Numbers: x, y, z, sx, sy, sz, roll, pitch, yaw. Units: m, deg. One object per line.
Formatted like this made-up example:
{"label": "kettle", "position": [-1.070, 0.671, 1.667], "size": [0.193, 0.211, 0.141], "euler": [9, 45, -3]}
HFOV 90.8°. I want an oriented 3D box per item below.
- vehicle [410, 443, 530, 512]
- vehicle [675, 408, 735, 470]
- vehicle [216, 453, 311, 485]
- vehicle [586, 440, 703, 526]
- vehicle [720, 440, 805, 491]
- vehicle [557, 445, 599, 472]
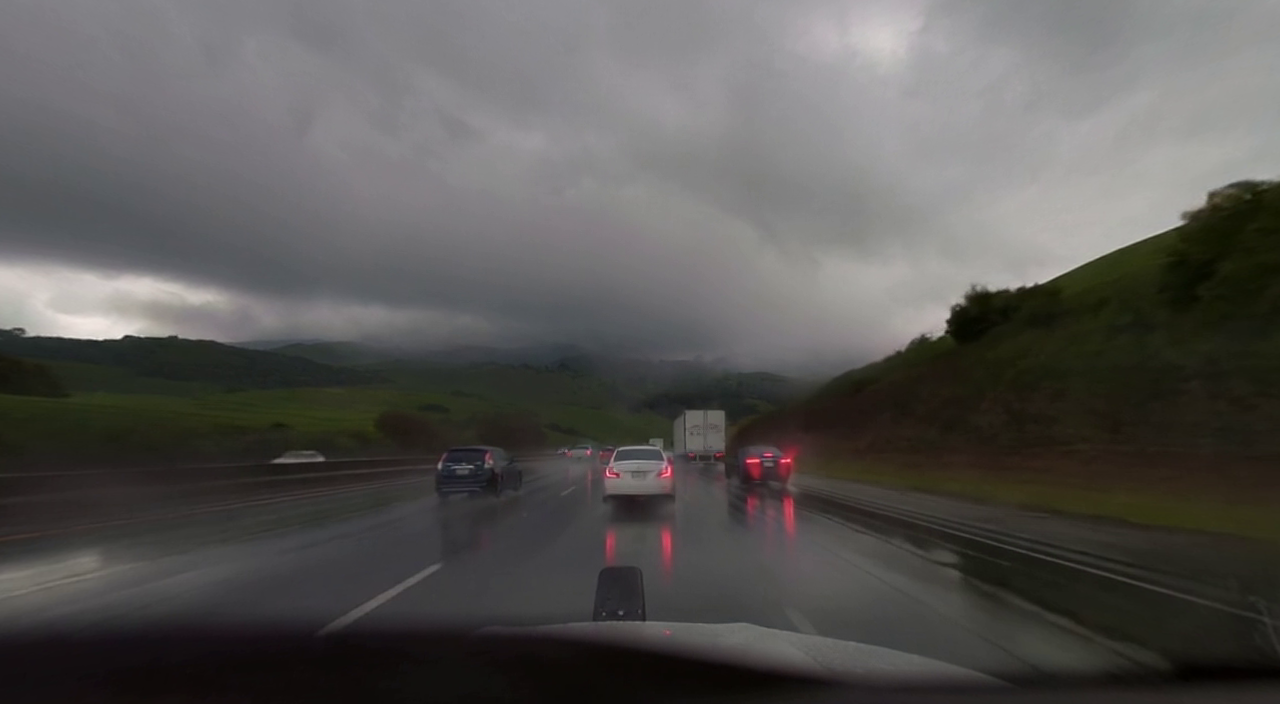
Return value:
{"label": "vehicle", "position": [-4.092, 3.075, 15.870], "size": [1.848, 1.486, 3.832], "euler": [0, -9, 1]}
{"label": "vehicle", "position": [4.701, 6.967, 49.441], "size": [3.194, 4.038, 16.301], "euler": [0, -9, 1]}
{"label": "vehicle", "position": [-18.905, 5.869, 31.980], "size": [1.871, 1.464, 4.572], "euler": [-1, -9, 2]}
{"label": "vehicle", "position": [0.086, 2.591, 12.932], "size": [2.041, 1.484, 3.535], "euler": [0, -9, 0]}
{"label": "vehicle", "position": [4.148, 3.934, 22.142], "size": [2.029, 1.579, 4.484], "euler": [0, -9, -1]}
{"label": "vehicle", "position": [-4.036, 7.012, 41.801], "size": [2.211, 1.669, 4.224], "euler": [0, -9, 1]}
